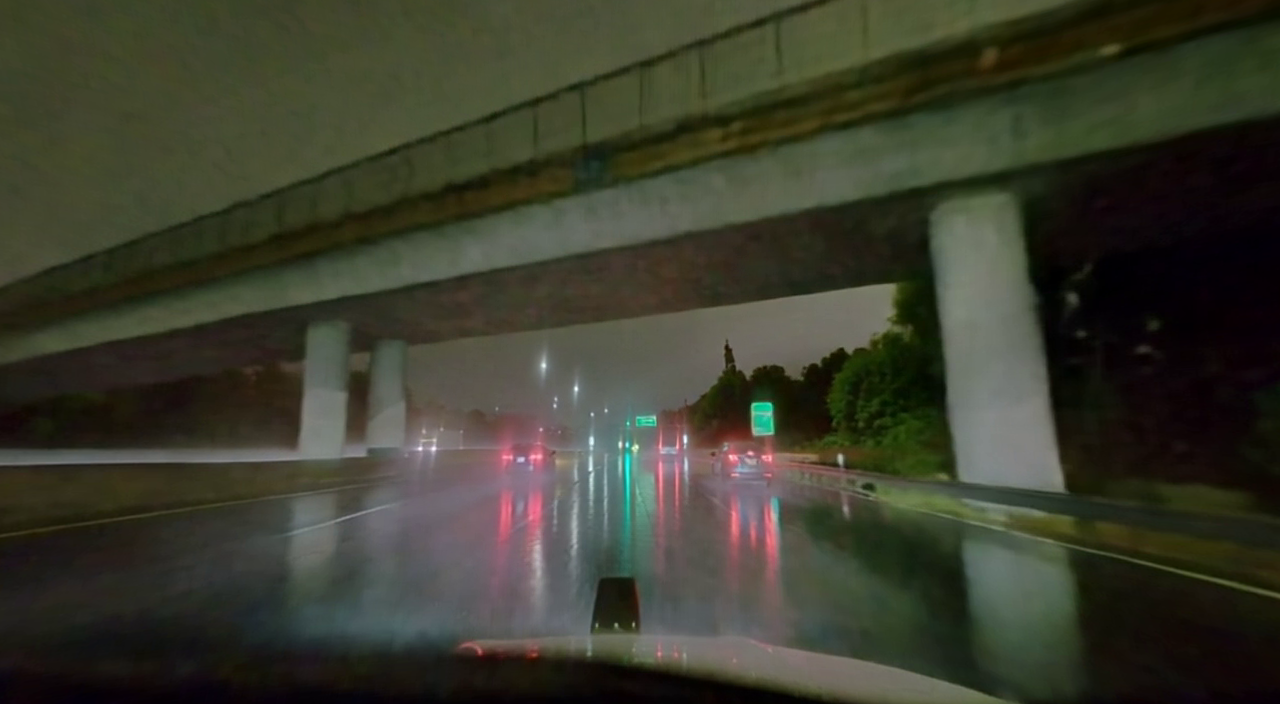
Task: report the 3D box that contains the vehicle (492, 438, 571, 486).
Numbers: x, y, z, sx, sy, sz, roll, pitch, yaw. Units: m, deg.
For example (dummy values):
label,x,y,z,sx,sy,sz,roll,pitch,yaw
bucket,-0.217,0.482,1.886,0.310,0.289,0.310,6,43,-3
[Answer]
label,x,y,z,sx,sy,sz,roll,pitch,yaw
vehicle,-3.748,3.881,22.611,2.037,1.514,4.335,0,-8,0
